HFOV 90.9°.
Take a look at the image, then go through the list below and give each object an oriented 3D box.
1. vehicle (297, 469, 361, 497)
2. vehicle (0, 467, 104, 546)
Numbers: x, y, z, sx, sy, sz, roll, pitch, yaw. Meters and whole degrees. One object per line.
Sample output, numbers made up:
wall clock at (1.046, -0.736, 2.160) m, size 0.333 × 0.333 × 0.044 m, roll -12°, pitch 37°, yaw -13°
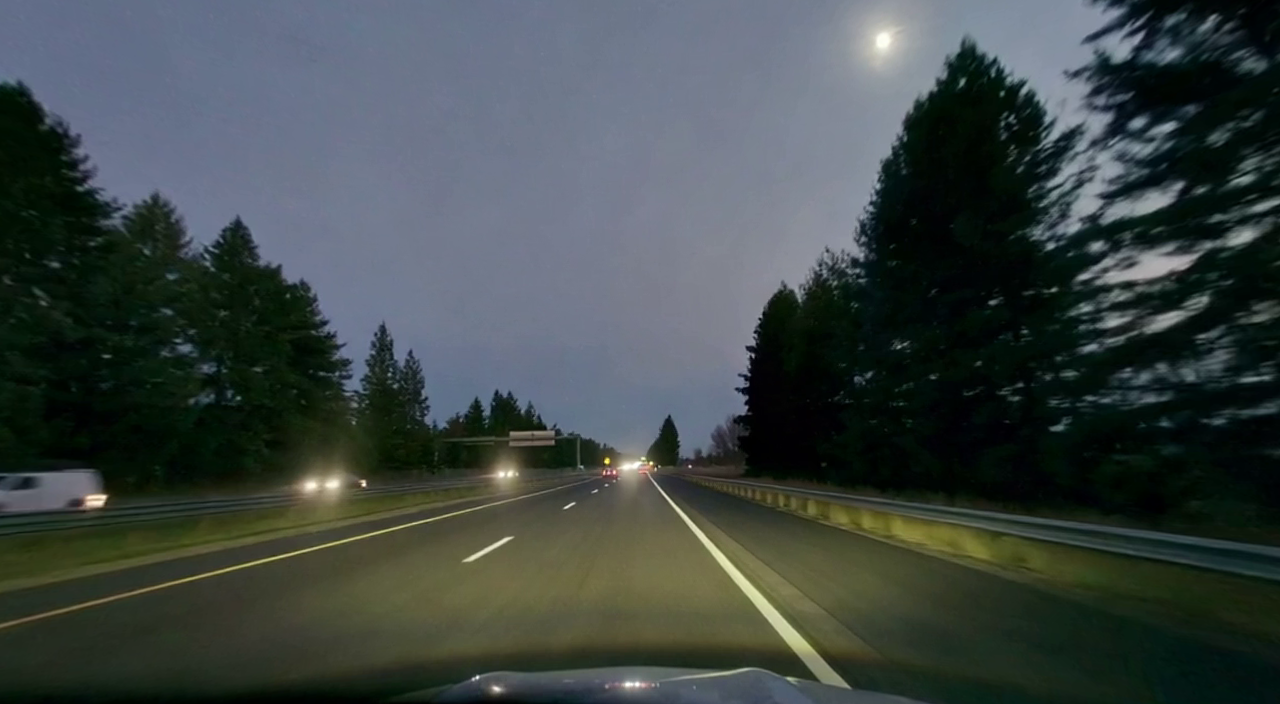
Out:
vehicle at (-17.389, 7.335, 35.428) m, size 1.706 × 1.438 × 3.555 m, roll 1°, pitch -10°, yaw 0°
vehicle at (-13.039, 2.949, 12.102) m, size 1.889 × 1.450 × 4.008 m, roll 1°, pitch -10°, yaw 0°
